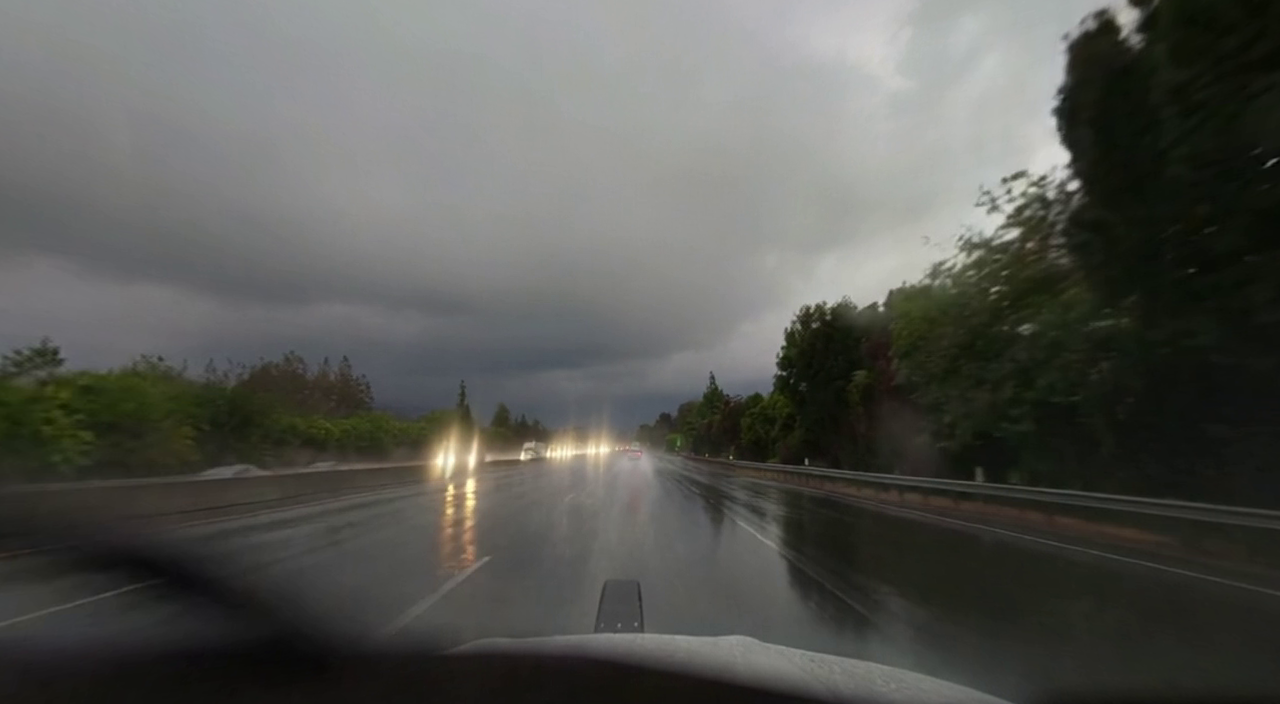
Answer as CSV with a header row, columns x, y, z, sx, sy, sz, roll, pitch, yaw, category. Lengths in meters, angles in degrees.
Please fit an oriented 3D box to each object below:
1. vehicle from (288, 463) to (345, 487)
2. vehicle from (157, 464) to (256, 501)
x,y,z,sx,sy,sz,roll,pitch,yaw,category
-23.072,8.761,44.899,1.808,1.491,4.446,0,-9,-1,vehicle
-19.419,5.840,28.296,1.782,1.442,3.776,0,-9,0,vehicle
